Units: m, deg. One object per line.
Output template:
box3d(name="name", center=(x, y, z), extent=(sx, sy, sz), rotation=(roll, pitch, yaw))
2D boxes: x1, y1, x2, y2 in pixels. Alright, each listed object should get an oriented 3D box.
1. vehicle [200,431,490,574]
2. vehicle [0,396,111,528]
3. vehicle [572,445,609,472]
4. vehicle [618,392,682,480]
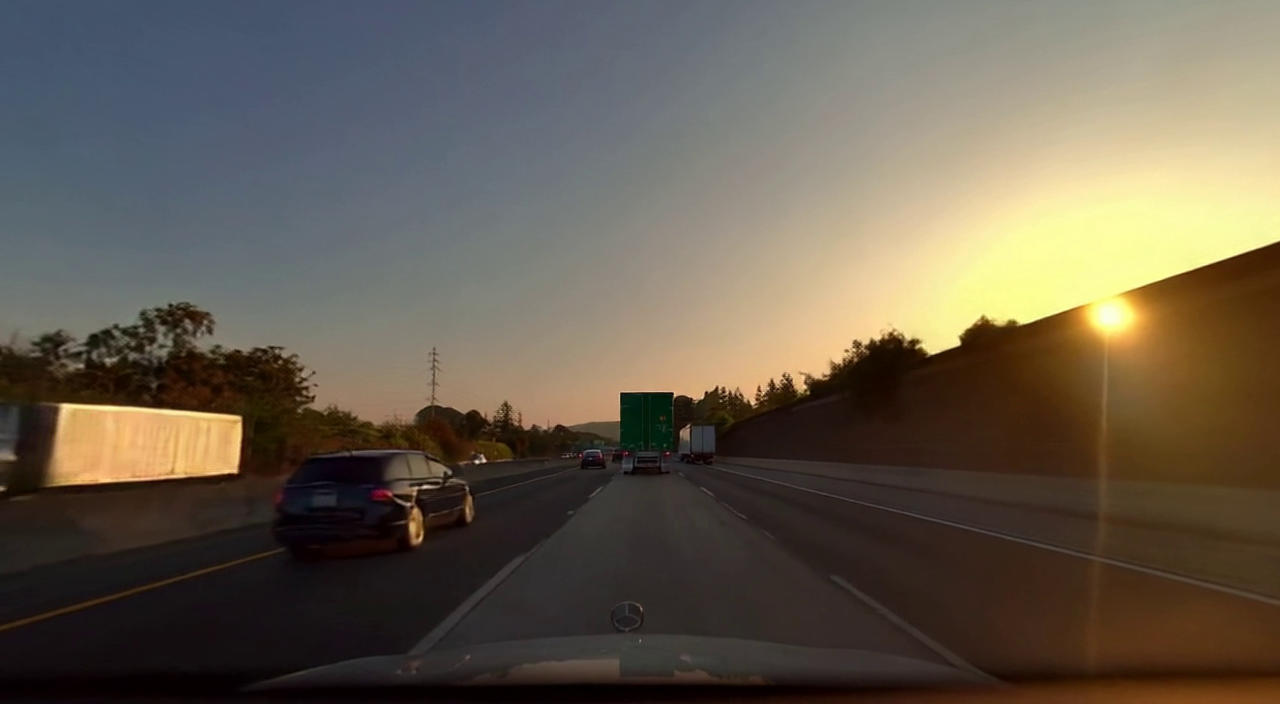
box3d(name="vehicle", center=(-3.660, 1.933, 8.840), extent=(2.050, 1.517, 3.996), rotation=(0, -9, 1))
box3d(name="vehicle", center=(-18.029, 2.869, 16.481), extent=(3.067, 3.366, 5.874), rotation=(0, -9, 1))
box3d(name="vehicle", center=(-3.267, 7.118, 42.297), extent=(2.173, 1.657, 4.401), rotation=(0, -9, -1))
box3d(name="vehicle", center=(0.441, 4.739, 34.885), extent=(2.932, 4.042, 11.054), rotation=(0, -9, 0))
